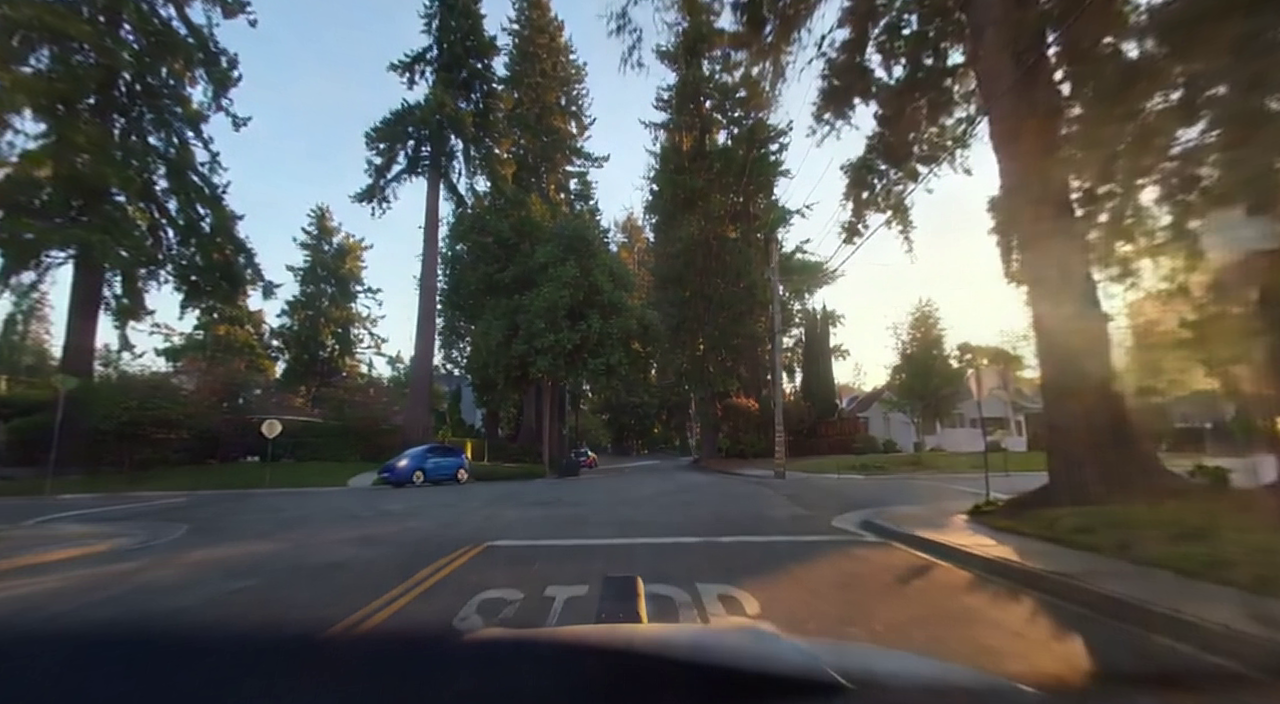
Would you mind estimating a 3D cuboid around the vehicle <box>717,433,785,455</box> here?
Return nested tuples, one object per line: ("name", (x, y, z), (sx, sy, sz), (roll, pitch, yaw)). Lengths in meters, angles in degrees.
("vehicle", (8.455, 7.065, 48.554), (4.784, 1.647, 1.947), (0, -8, -4))

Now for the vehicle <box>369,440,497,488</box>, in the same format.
("vehicle", (-7.523, 4.075, 23.508), (1.988, 1.596, 4.396), (-4, -9, 26))
